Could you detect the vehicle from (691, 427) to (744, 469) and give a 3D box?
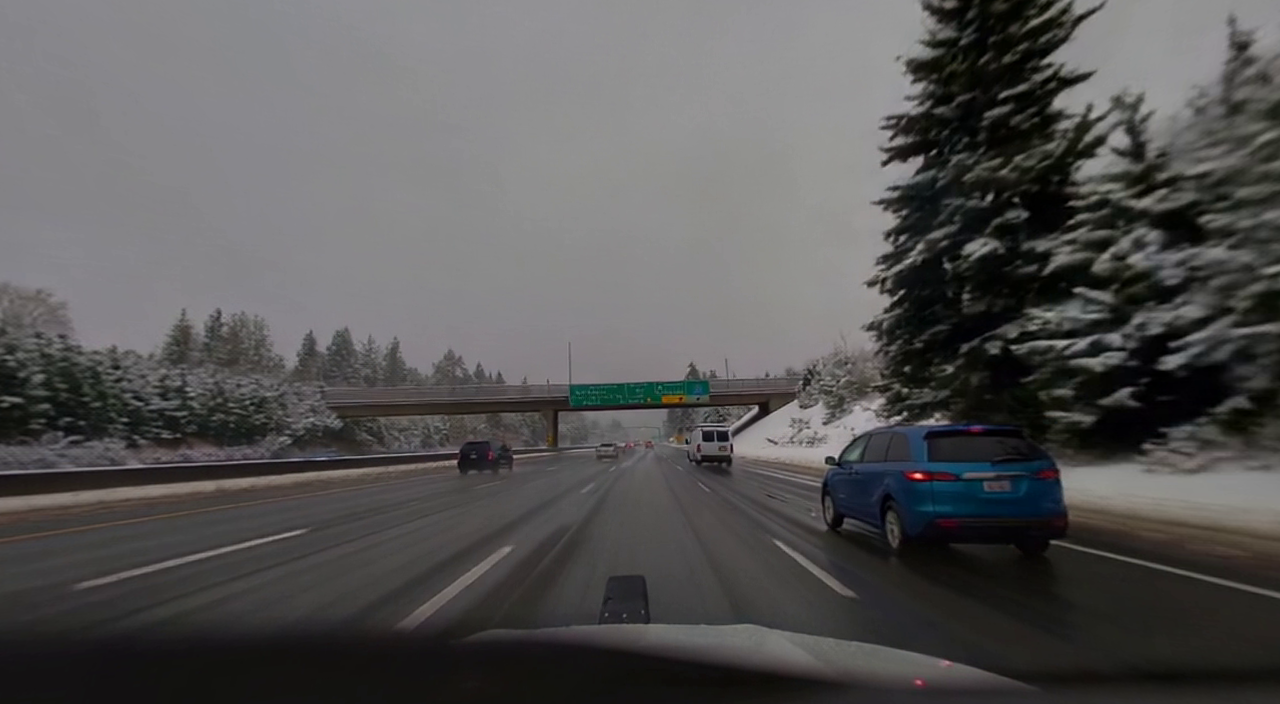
[{"bbox_3d":[4.328,5.529,36.354,2.347,2.234,5.352,0,-8,0],"label":"vehicle"}]

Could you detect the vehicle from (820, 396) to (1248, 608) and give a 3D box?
[{"bbox_3d":[3.835,1.551,7.431,2.100,1.690,4.536,0,-8,0],"label":"vehicle"}]

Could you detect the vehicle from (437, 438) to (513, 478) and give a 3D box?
[{"bbox_3d":[-7.249,4.701,28.245,2.068,1.632,4.623,-1,-8,1],"label":"vehicle"}]
